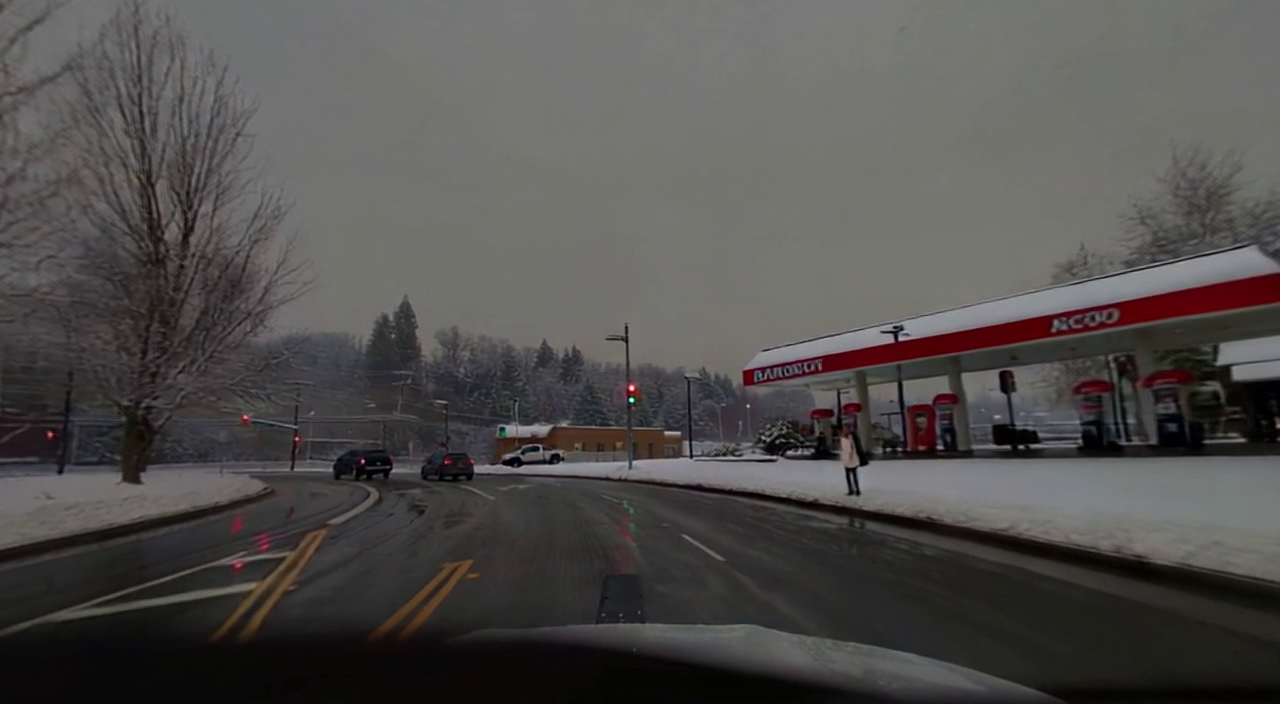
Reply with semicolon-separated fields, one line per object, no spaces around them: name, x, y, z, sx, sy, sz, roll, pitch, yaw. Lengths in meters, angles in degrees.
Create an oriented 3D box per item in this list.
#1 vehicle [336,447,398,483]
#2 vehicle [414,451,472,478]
vehicle;-16.697;6.831;38.344;2.254;2.006;4.766;7;-11;-37
vehicle;-14.414;8.186;45.984;2.202;1.822;4.826;8;-12;-40
